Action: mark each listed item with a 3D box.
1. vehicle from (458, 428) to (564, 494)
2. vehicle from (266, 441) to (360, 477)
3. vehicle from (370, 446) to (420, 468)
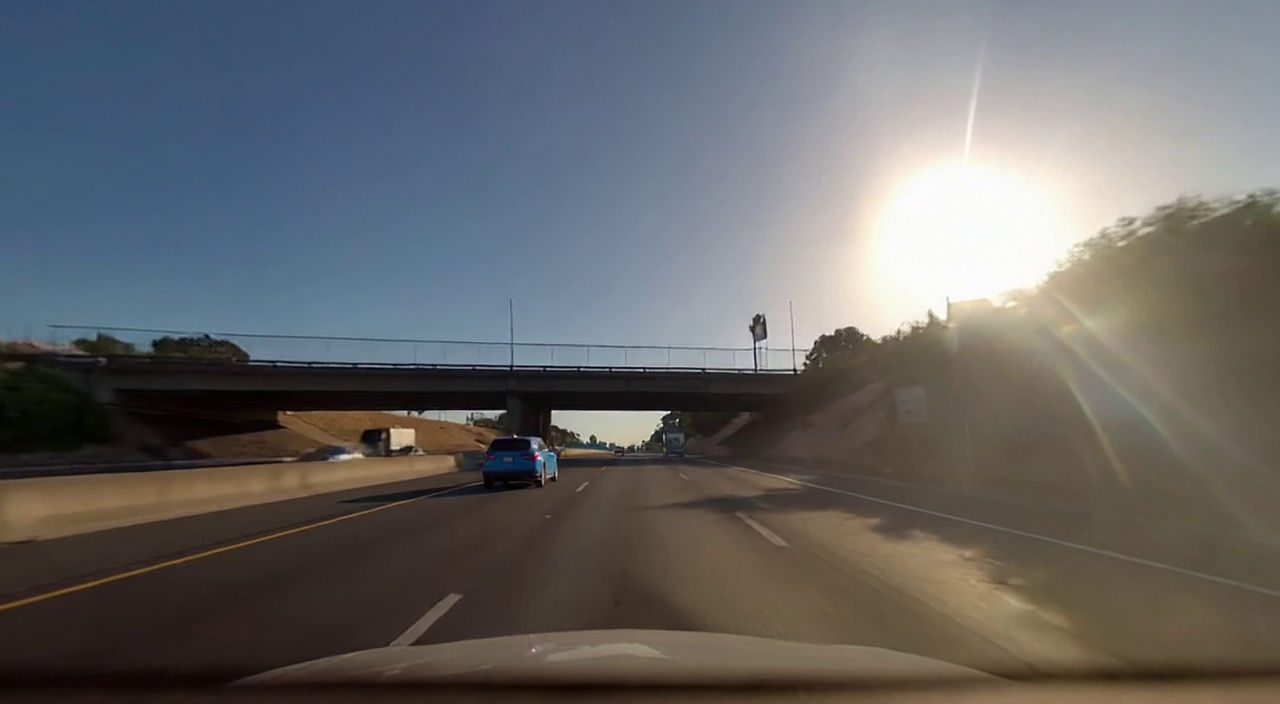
[{"bbox_3d":[-3.814,3.333,19.745,2.205,1.773,5.124,0,-8,0],"label":"vehicle"},{"bbox_3d":[-15.418,5.055,30.113,1.937,1.540,4.778,0,-8,0],"label":"vehicle"},{"bbox_3d":[-17.525,7.524,45.442,1.855,1.491,4.723,0,-8,-2],"label":"vehicle"}]
